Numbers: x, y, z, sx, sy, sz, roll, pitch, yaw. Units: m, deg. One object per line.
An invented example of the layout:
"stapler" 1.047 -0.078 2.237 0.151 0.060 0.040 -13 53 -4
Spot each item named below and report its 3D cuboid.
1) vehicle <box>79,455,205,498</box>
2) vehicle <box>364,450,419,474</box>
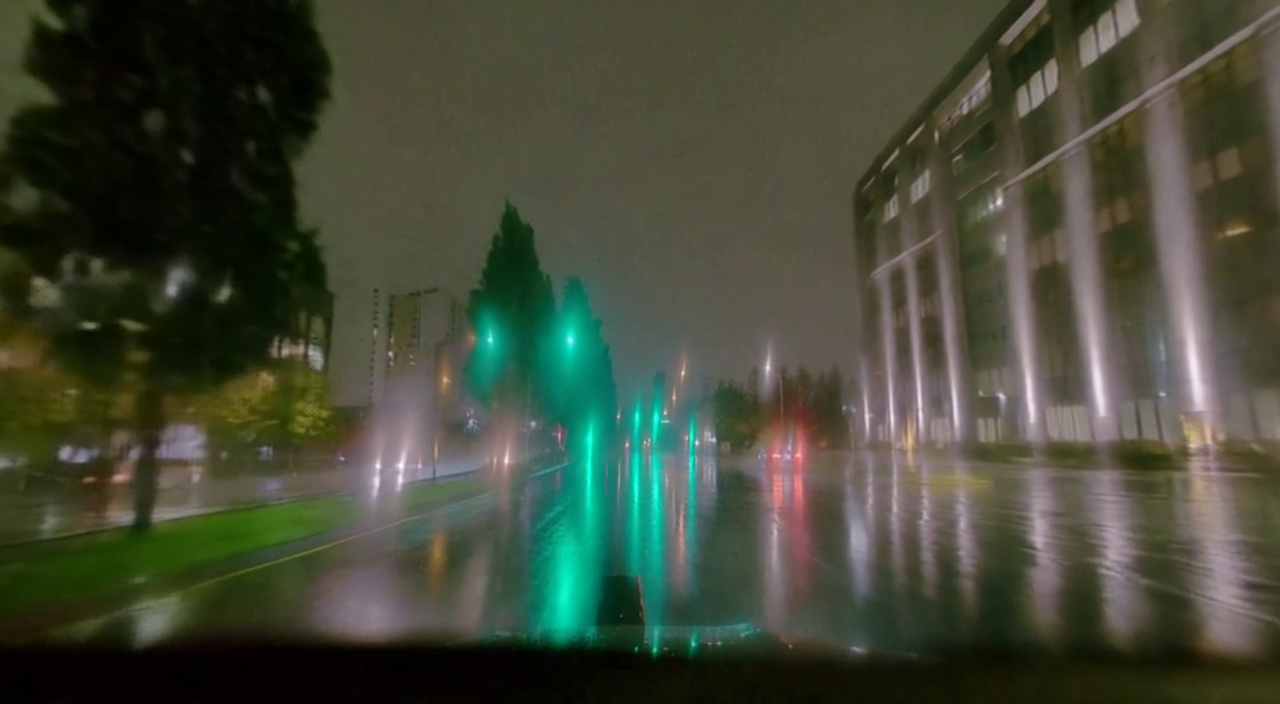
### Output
"vehicle" -22.319 5.556 28.601 1.990 1.650 4.617 0 -8 -1
"vehicle" -16.899 7.482 43.225 1.877 1.525 4.312 -1 -8 3
